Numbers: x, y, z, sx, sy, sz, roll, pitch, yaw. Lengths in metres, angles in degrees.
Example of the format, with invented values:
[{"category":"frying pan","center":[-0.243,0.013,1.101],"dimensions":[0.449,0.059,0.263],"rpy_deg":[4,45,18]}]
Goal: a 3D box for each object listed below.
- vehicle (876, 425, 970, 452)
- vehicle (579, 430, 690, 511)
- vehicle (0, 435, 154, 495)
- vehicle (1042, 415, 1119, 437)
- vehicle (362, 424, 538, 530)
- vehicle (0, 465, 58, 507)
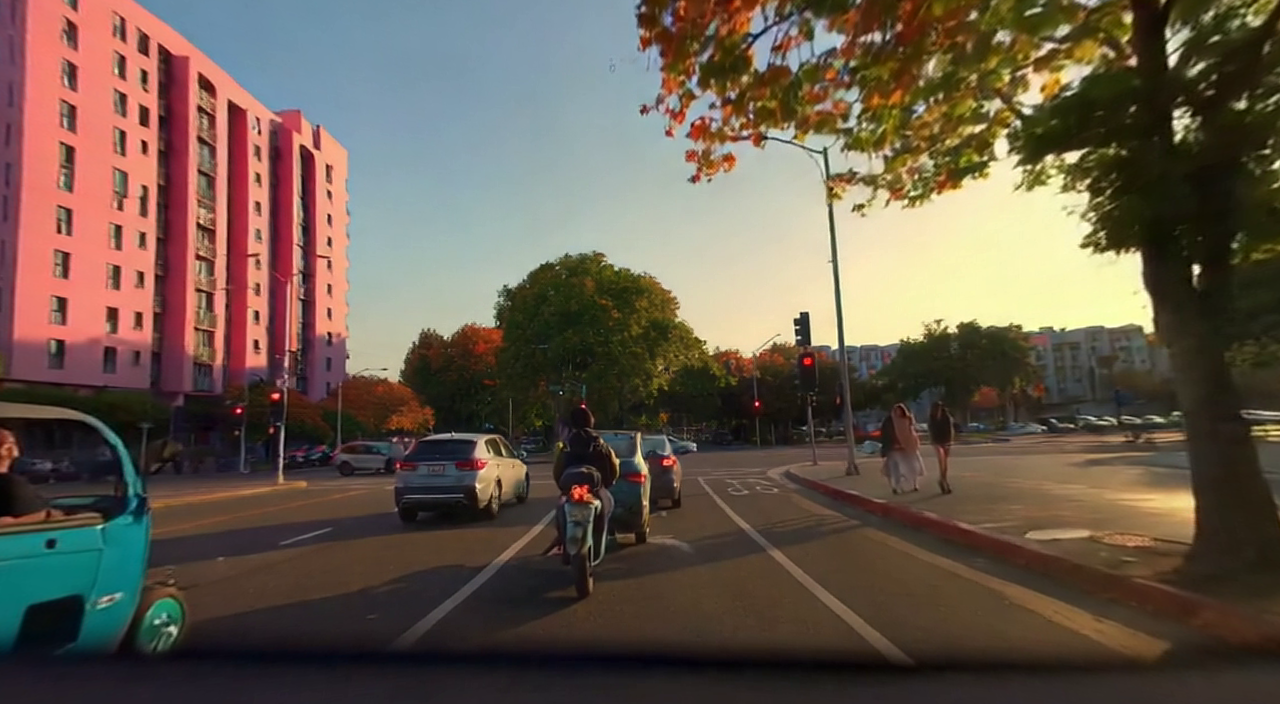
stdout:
[{"category":"vehicle","center":[16.501,5.084,36.820],"dimensions":[4.661,1.456,1.862],"rpy_deg":[-6,-10,32]},{"category":"vehicle","center":[-0.060,2.483,13.646],"dimensions":[2.025,1.458,4.085],"rpy_deg":[-1,-9,1]},{"category":"vehicle","center":[-28.857,5.756,32.439],"dimensions":[5.890,2.393,2.346],"rpy_deg":[-5,-7,0]},{"category":"vehicle","center":[30.847,5.232,44.198],"dimensions":[1.751,1.420,4.027],"rpy_deg":[7,-11,-42]},{"category":"vehicle","center":[-3.281,2.248,11.867],"dimensions":[1.935,1.615,4.073],"rpy_deg":[-1,-9,2]},{"category":"vehicle","center":[-24.166,5.157,24.389],"dimensions":[1.495,1.345,3.336],"rpy_deg":[3,-8,-27]}]
